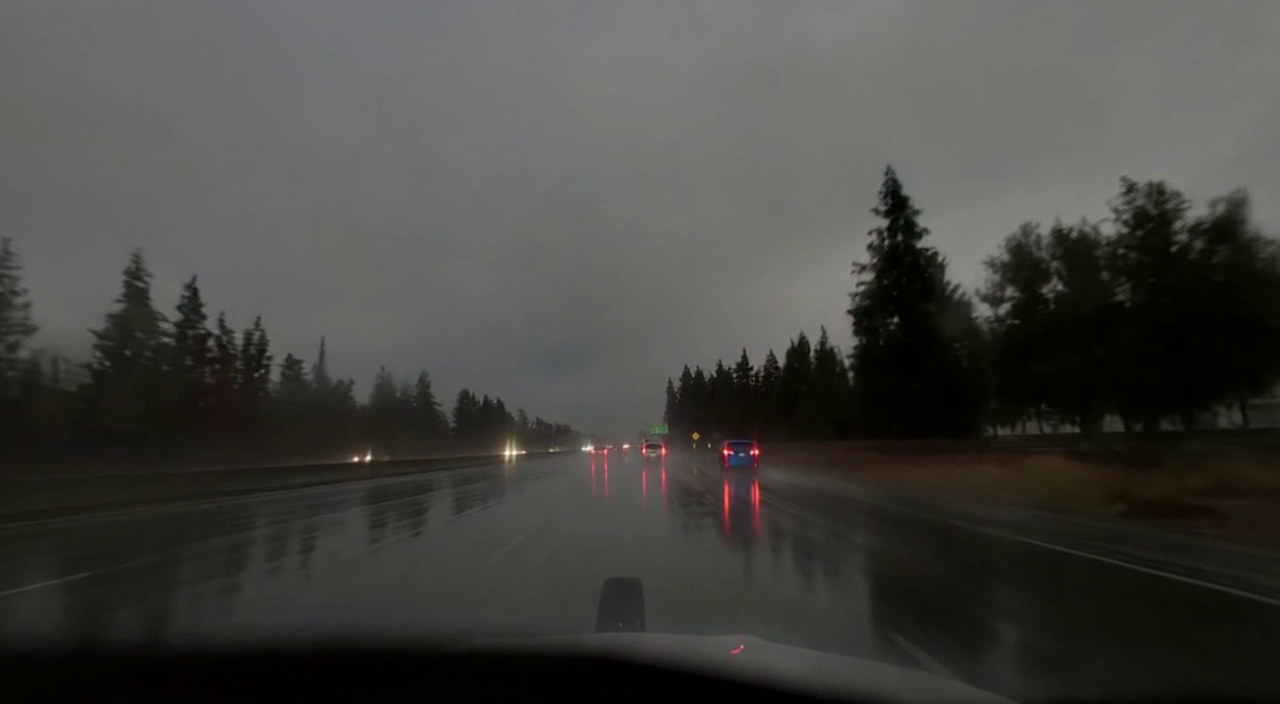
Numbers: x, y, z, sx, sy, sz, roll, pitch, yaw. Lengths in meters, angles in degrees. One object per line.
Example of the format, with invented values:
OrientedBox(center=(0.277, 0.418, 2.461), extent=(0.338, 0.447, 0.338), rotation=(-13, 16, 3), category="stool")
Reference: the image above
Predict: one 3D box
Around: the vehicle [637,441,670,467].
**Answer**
OrientedBox(center=(0.929, 7.373, 45.737), extent=(2.205, 1.785, 4.423), rotation=(0, -9, 0), category="vehicle")

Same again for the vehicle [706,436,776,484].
OrientedBox(center=(3.929, 4.288, 25.225), extent=(2.082, 1.720, 4.393), rotation=(0, -9, 0), category="vehicle")
